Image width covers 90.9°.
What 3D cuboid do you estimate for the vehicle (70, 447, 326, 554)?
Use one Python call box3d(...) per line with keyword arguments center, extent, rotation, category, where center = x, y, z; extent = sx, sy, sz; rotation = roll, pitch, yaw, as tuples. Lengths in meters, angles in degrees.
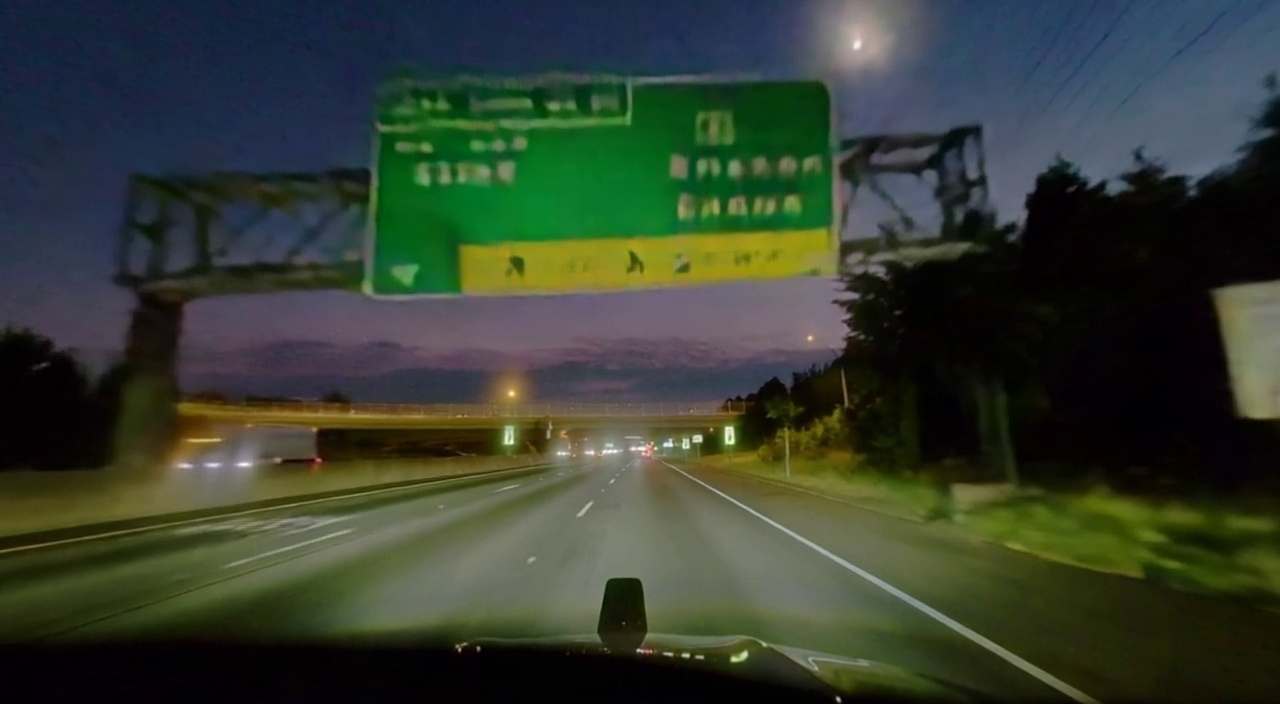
box3d(center=(-19.140, 6.304, 29.045), extent=(2.858, 3.768, 11.969), rotation=(0, -8, 1), category="vehicle")
